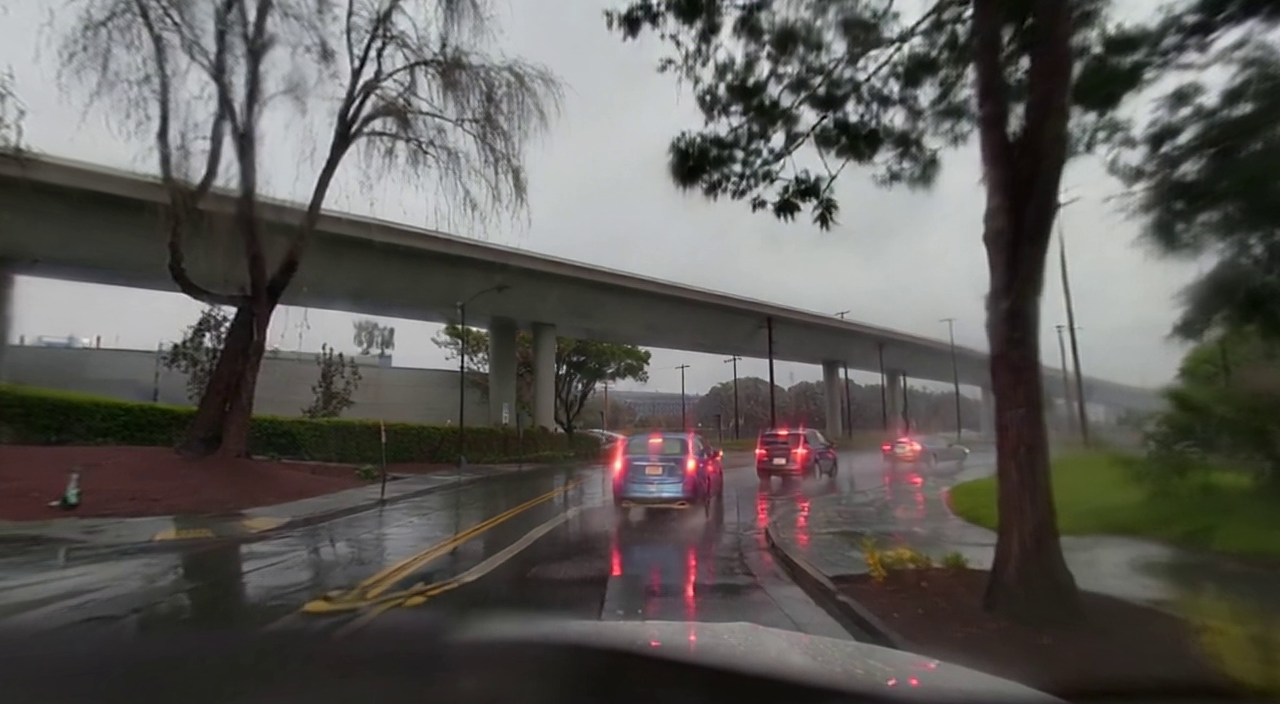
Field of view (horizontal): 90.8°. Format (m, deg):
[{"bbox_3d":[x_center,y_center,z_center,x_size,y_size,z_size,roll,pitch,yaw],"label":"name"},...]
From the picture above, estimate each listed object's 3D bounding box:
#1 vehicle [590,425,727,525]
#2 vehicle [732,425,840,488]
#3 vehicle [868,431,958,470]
[{"bbox_3d":[0.595,2.320,12.535,2.087,1.578,4.652,-2,-9,9],"label":"vehicle"},{"bbox_3d":[5.120,3.508,21.677,2.241,1.885,4.771,-4,-9,31],"label":"vehicle"},{"bbox_3d":[13.442,4.826,31.039,4.310,1.762,1.995,6,-10,-34],"label":"vehicle"}]
